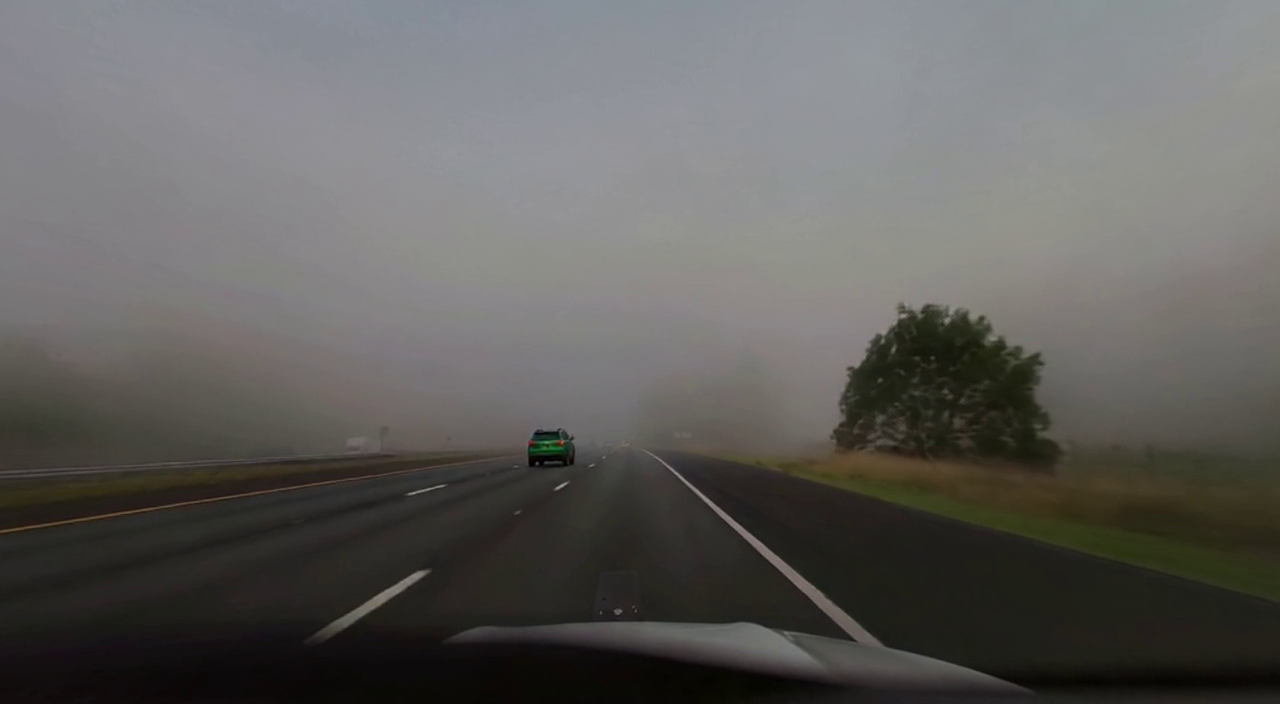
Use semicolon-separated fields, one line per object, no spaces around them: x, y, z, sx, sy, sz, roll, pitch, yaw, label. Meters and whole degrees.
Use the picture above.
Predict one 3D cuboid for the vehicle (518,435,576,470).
-4.251;4.660;29.489;2.063;1.496;4.225;0;-8;0;vehicle
